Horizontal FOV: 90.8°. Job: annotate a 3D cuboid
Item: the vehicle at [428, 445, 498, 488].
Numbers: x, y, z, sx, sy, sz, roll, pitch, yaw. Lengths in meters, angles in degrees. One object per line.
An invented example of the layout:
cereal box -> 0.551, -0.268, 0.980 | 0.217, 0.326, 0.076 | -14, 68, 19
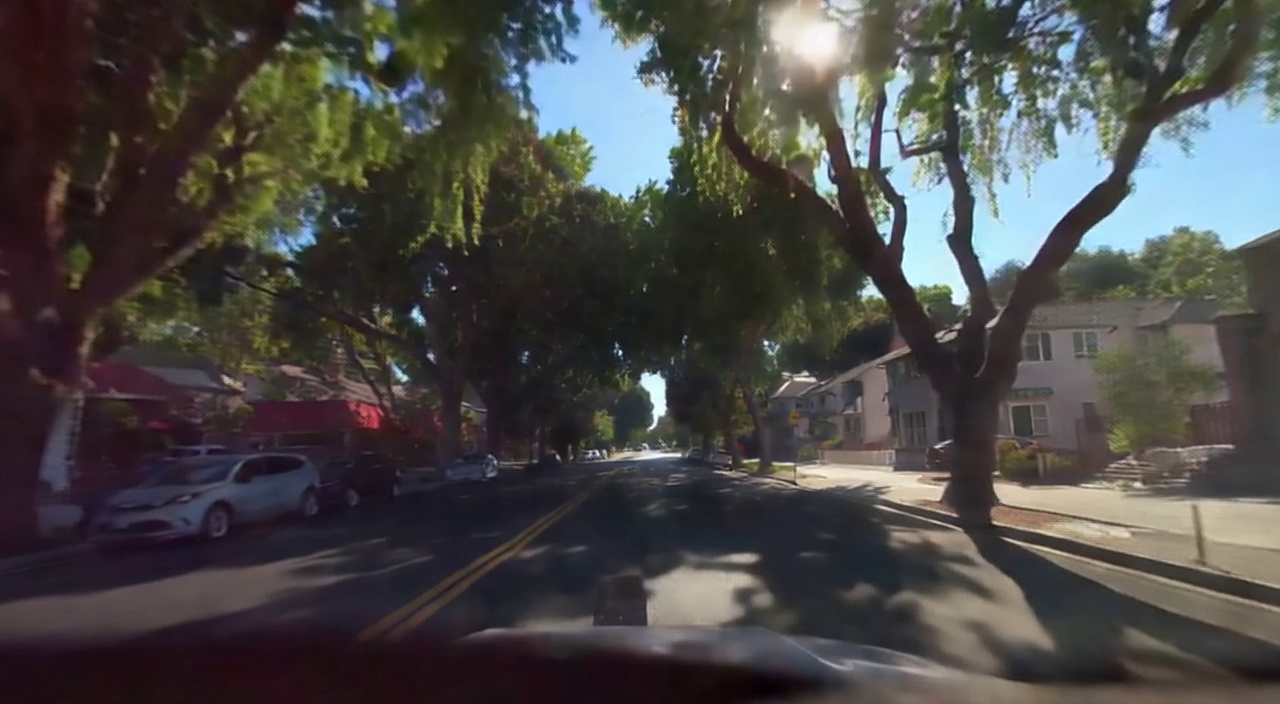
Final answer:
vehicle -> -7.982, 5.172, 28.953 | 1.970, 1.785, 4.274 | 0, -8, 0

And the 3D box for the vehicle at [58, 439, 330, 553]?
vehicle -> -8.227, 2.621, 12.373 | 1.975, 1.775, 4.509 | 0, -8, 1

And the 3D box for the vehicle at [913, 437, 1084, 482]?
vehicle -> 12.399, 3.728, 22.150 | 4.716, 1.480, 2.023 | 0, -8, 2

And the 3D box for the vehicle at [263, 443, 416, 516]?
vehicle -> -8.062, 3.412, 17.488 | 1.913, 1.723, 4.318 | -1, -8, 3

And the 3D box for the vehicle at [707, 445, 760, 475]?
vehicle -> 5.198, 6.047, 35.693 | 2.052, 1.476, 4.438 | -2, -8, -3
